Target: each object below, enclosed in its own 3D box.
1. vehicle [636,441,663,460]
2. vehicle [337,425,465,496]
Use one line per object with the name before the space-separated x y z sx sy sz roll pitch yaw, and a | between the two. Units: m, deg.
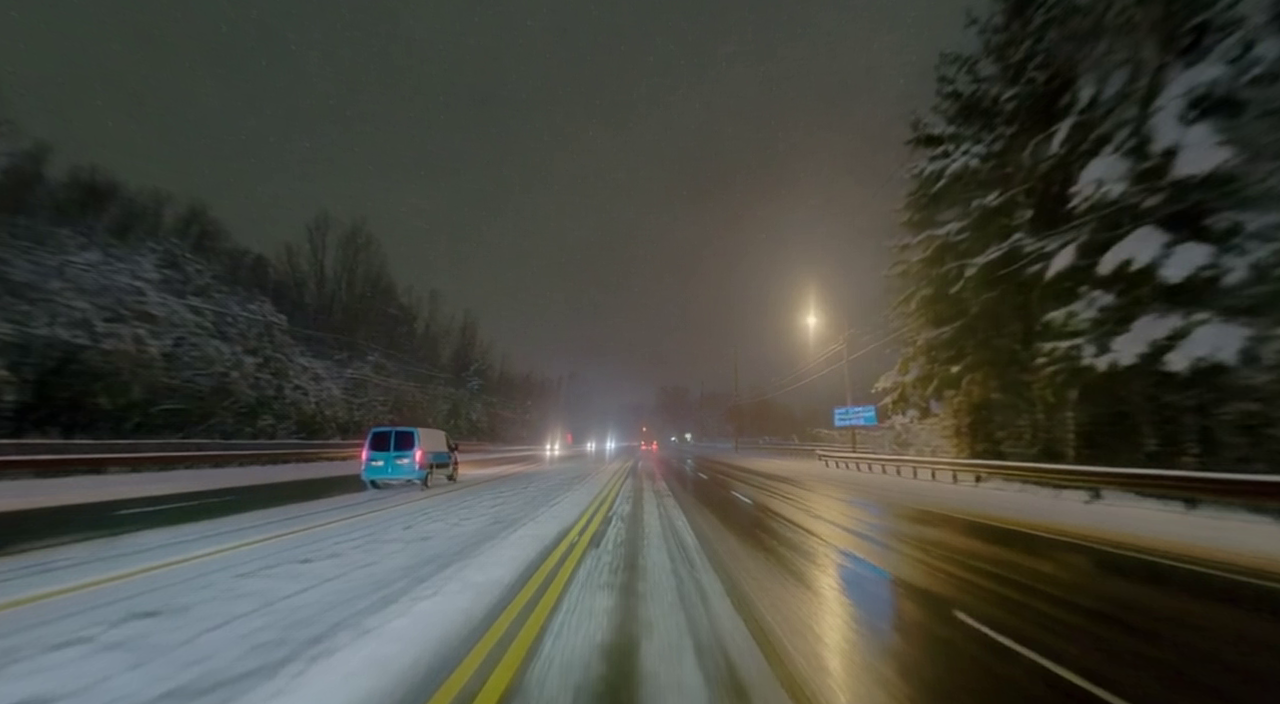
vehicle | 0.734 7.709 49.343 2.061 1.469 3.782 0 -8 1
vehicle | -7.087 3.256 19.239 2.068 1.897 4.372 0 -8 1
